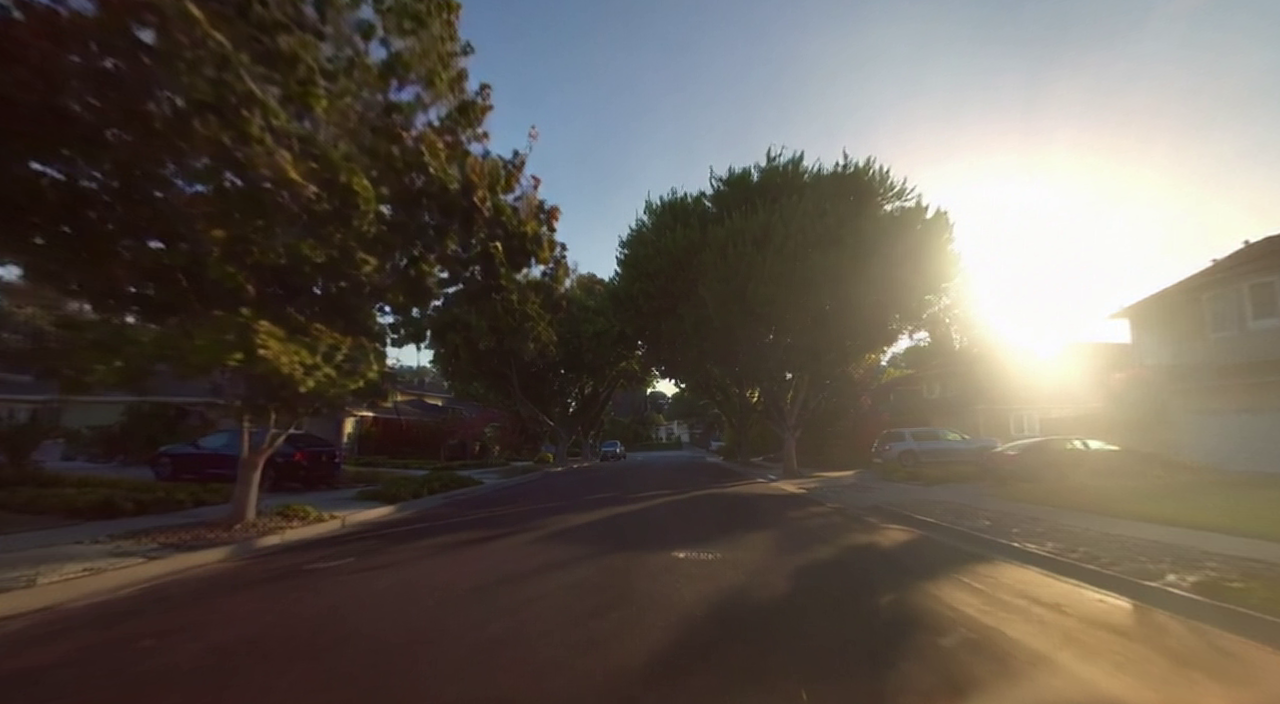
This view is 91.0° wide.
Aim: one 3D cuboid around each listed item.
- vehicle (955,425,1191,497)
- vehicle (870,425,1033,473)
[{"bbox_3d":[11.286,2.871,16.696,4.710,1.512,1.894,-3,-9,1],"label":"vehicle"},{"bbox_3d":[12.899,4.063,26.406,5.637,1.890,2.171,0,-8,3],"label":"vehicle"}]
